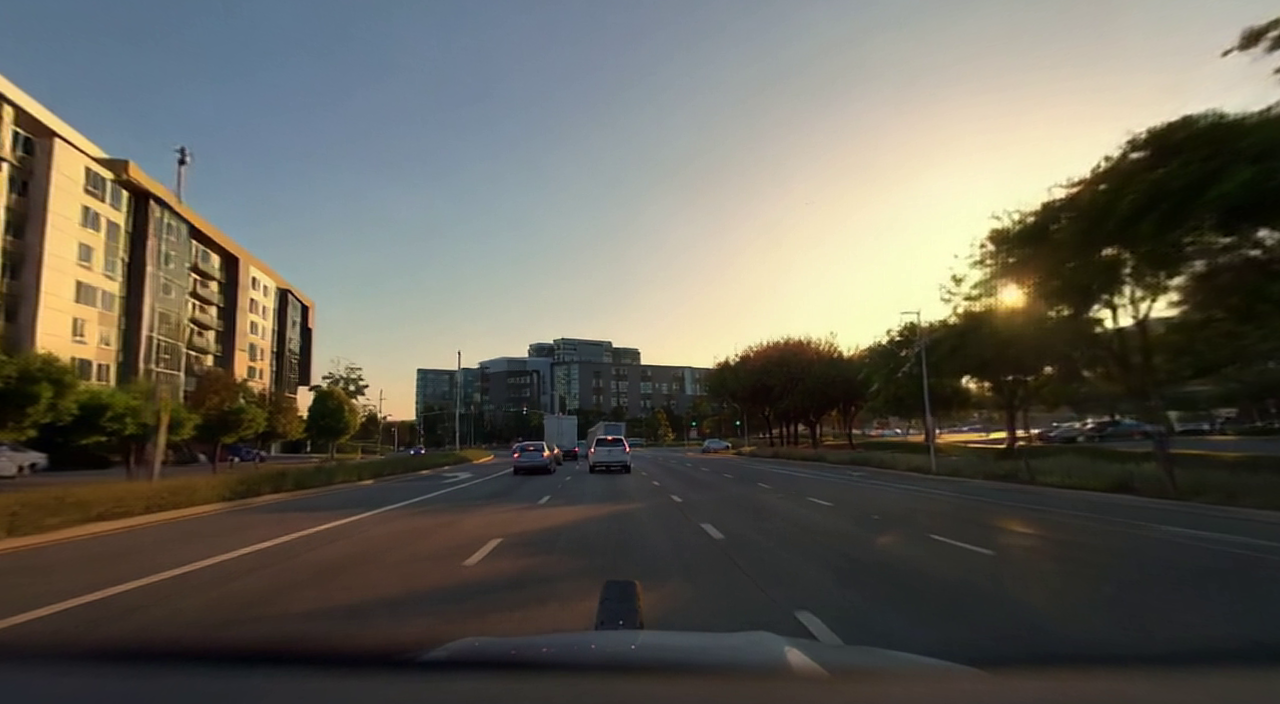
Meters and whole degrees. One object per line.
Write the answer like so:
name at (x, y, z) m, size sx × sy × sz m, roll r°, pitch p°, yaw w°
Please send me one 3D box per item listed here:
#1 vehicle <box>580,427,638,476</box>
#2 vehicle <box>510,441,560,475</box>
vehicle at (-1.364, 4.204, 26.817) m, size 2.260 × 1.872 × 4.578 m, roll 1°, pitch -8°, yaw -4°
vehicle at (-4.910, 4.986, 29.982) m, size 1.904 × 1.460 × 4.300 m, roll 0°, pitch -8°, yaw -4°
